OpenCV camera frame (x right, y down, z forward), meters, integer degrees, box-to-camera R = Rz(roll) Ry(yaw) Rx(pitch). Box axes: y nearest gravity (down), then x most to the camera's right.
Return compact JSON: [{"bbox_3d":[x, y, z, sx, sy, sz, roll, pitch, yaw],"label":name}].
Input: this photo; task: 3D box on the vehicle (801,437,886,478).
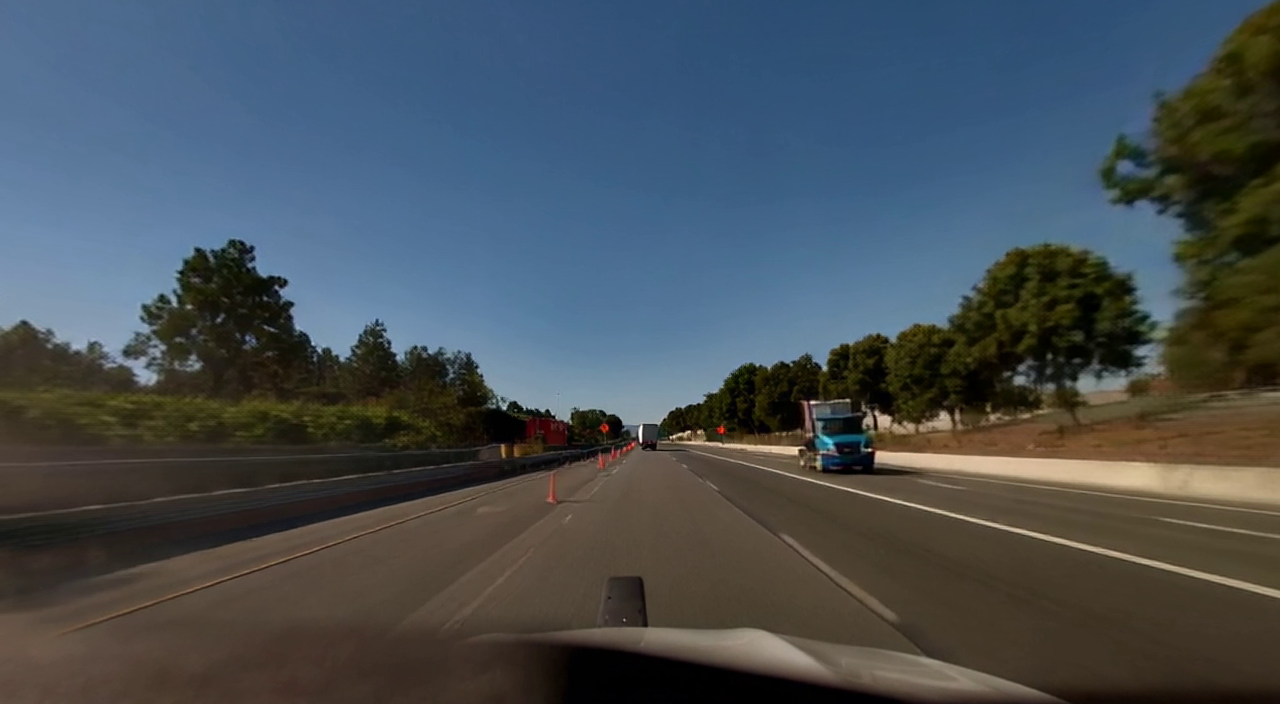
[{"bbox_3d":[8.484,4.420,26.661,2.611,1.607,3.179,0,-8,2],"label":"vehicle"}]
